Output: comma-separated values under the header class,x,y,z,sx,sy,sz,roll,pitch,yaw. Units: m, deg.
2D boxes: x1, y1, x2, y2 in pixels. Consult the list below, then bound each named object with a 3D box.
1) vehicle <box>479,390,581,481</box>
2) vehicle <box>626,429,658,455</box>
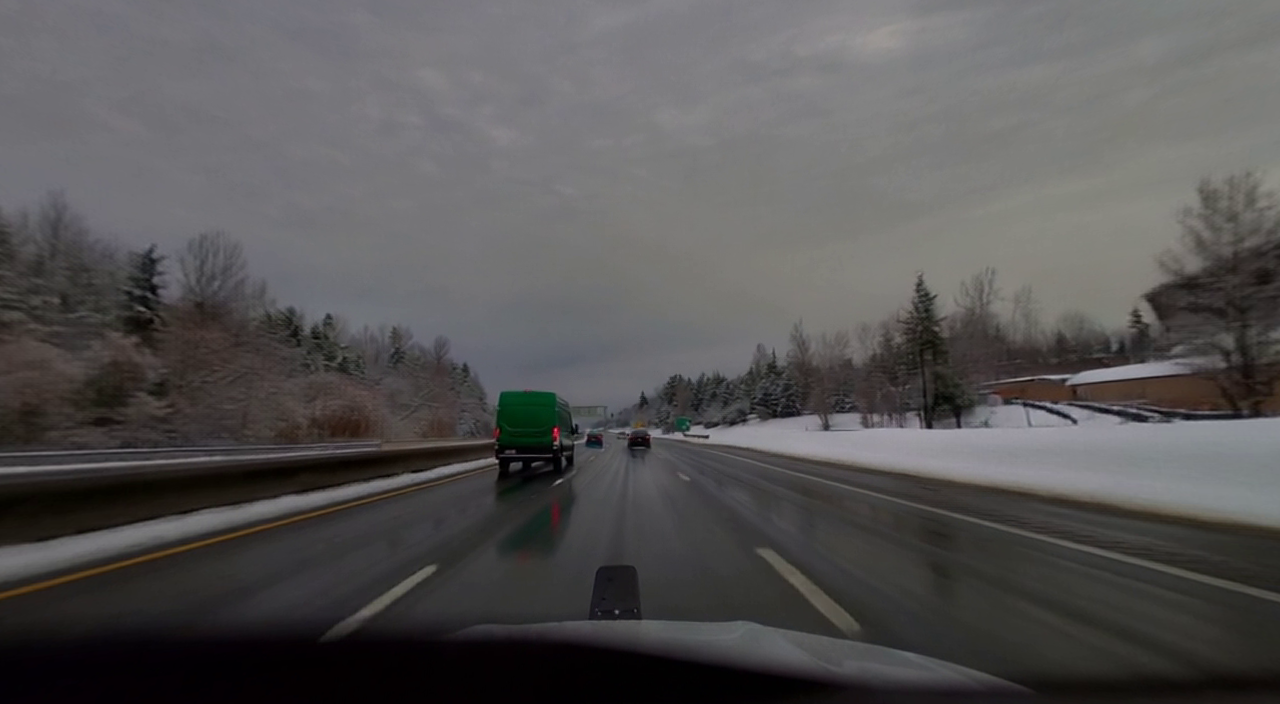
class,x,y,z,sx,sy,sz,roll,pitch,yaw
vehicle,-3.433,2.784,21.010,2.424,2.577,5.828,0,-8,-1
vehicle,0.092,6.225,43.635,2.104,1.646,4.176,0,-8,-1
